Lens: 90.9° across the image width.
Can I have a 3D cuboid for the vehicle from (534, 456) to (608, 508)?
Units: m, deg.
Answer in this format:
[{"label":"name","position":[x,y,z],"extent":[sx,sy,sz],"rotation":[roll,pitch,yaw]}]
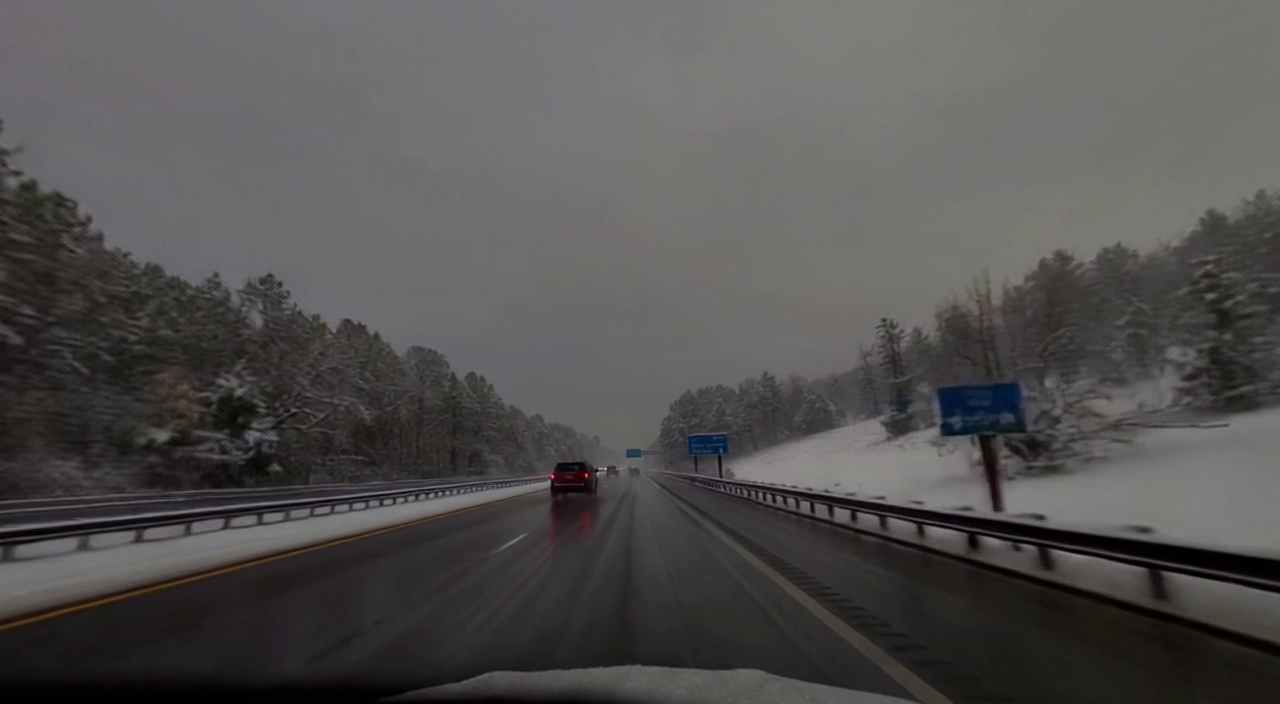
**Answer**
[{"label":"vehicle","position":[-2.403,4.766,23.276],"extent":[2.107,1.668,4.554],"rotation":[0,-11,1]}]
